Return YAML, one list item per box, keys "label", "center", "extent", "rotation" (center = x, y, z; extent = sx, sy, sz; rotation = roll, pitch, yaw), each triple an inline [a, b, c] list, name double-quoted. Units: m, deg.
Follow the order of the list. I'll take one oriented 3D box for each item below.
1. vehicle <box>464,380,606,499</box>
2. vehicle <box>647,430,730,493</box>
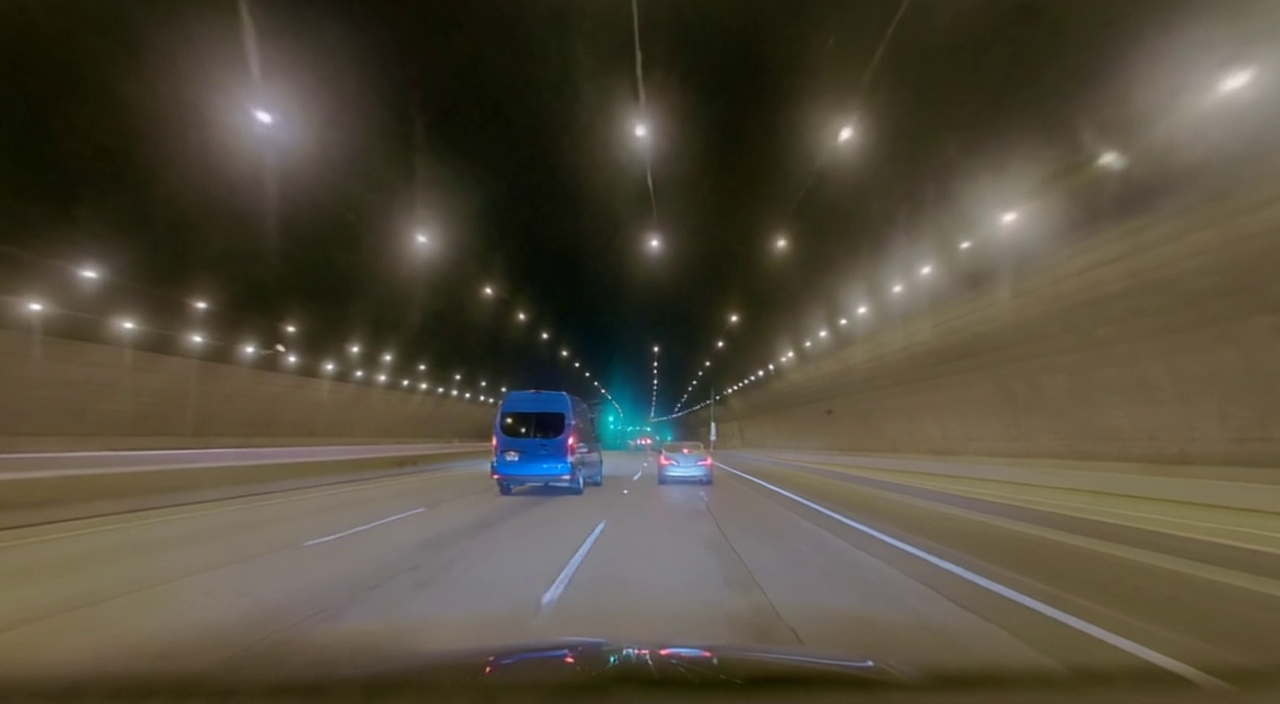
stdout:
- label: "vehicle"
  center: [-2.324, 2.177, 15.751]
  extent: [2.404, 2.459, 5.229]
  rotation: [-1, -8, 3]
- label: "vehicle"
  center: [1.289, 3.056, 17.975]
  extent: [2.095, 1.553, 4.069]
  rotation: [-1, -8, 2]
